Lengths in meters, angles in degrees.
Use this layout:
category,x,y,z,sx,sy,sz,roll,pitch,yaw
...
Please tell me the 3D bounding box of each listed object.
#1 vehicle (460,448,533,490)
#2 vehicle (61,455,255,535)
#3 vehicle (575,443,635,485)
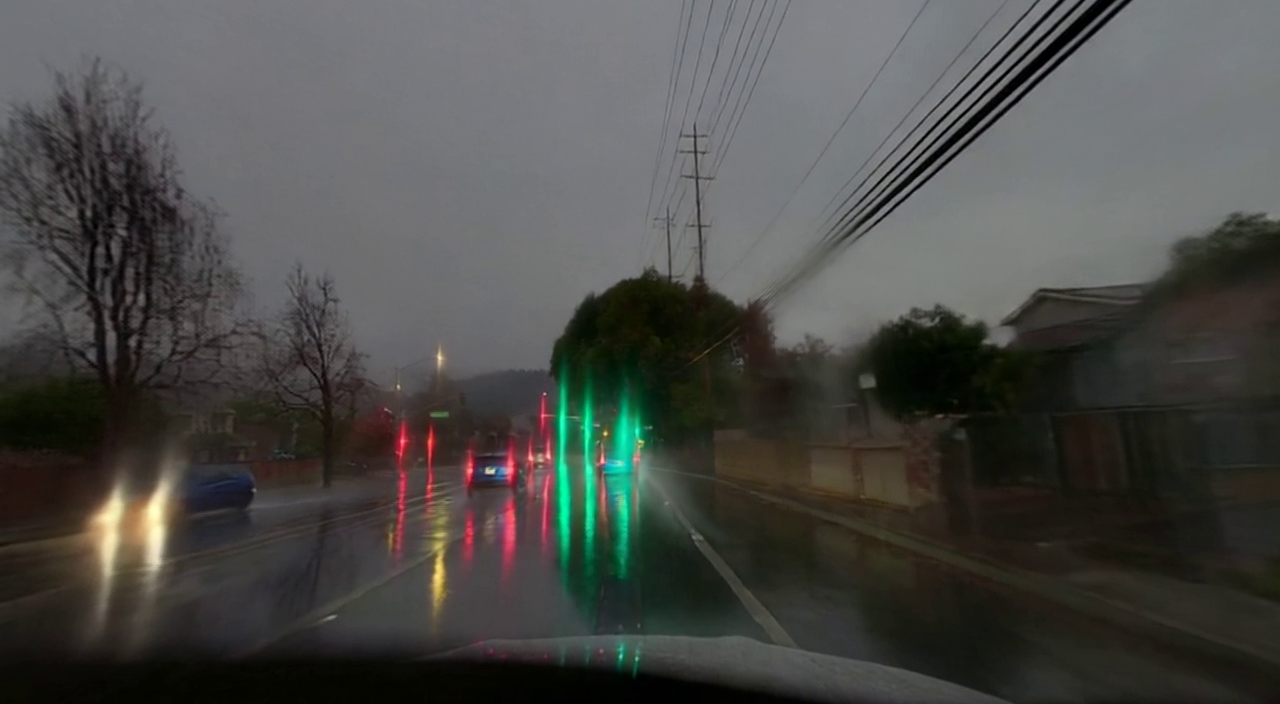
category,x,y,z,sx,sy,sz,roll,pitch,yaw
vehicle,-5.283,4.356,23.867,1.913,1.425,4.235,0,-9,-2
vehicle,-15.479,4.559,20.888,2.094,2.000,5.603,2,-7,-2
vehicle,-1.402,4.390,25.151,2.168,1.504,4.284,1,-9,-3
